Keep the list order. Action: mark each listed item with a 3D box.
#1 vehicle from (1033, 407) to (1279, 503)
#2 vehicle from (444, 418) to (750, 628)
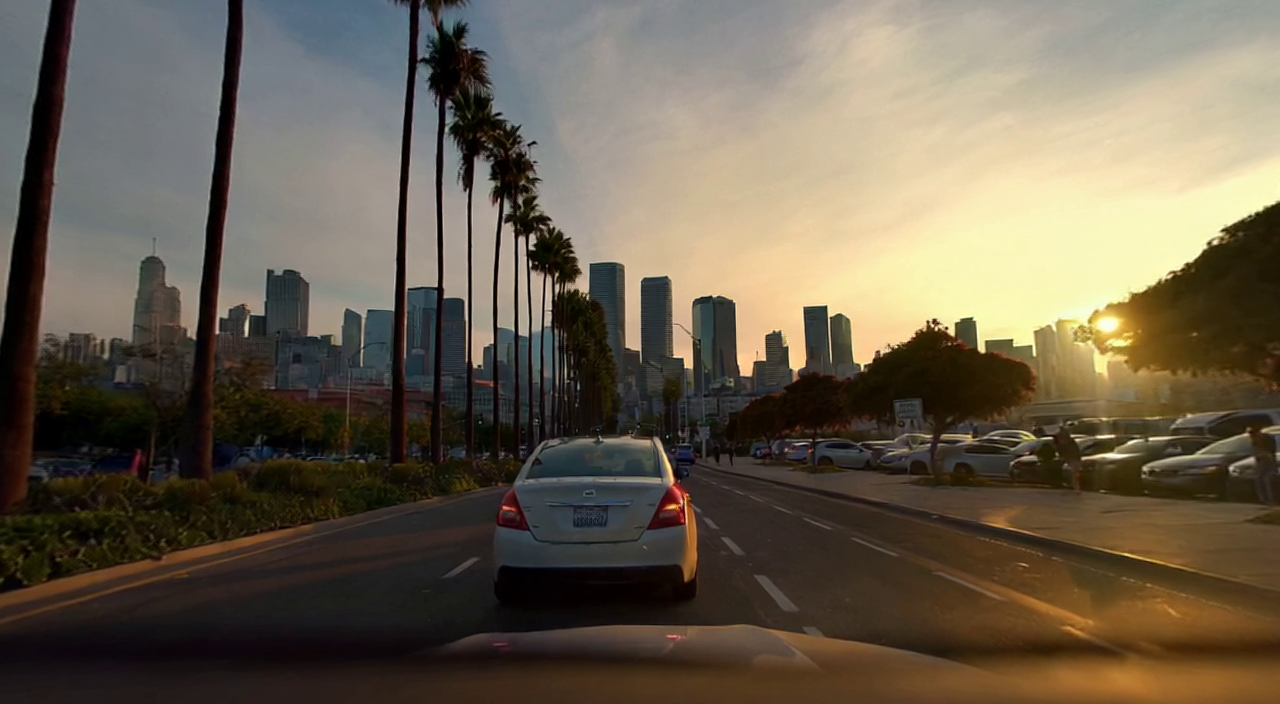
[{"bbox_3d":[12.907,2.405,14.986,5.301,1.962,2.431,-3,-8,4],"label":"vehicle"},{"bbox_3d":[-0.300,1.546,6.632,2.235,1.528,3.876,0,-8,1],"label":"vehicle"}]
